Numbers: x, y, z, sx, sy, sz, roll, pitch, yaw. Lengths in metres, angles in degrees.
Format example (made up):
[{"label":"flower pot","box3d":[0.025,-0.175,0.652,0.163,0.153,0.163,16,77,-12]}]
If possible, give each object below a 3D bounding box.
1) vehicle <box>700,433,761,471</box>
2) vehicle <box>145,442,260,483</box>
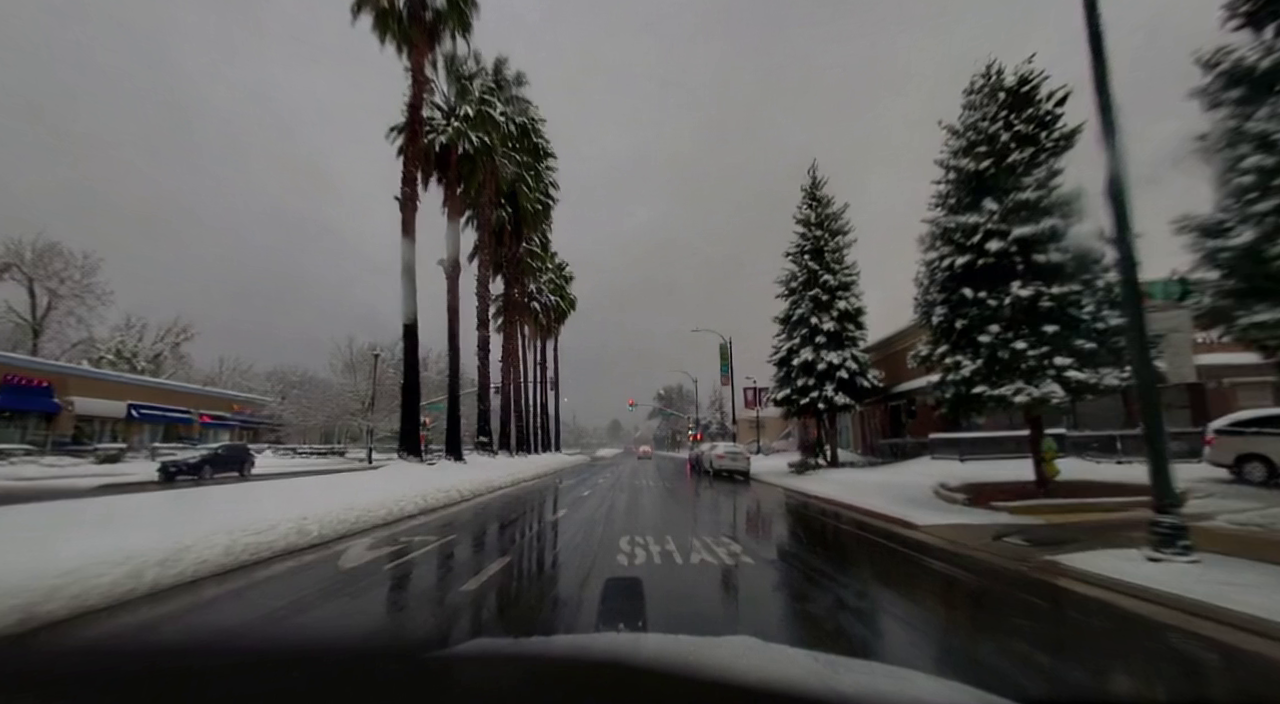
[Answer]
[{"label":"vehicle","box3d":[4.264,4.807,30.292,2.089,1.652,4.668,2,-9,-2]},{"label":"vehicle","box3d":[-20.331,5.196,29.466,2.097,1.772,4.576,0,-10,-1]}]
